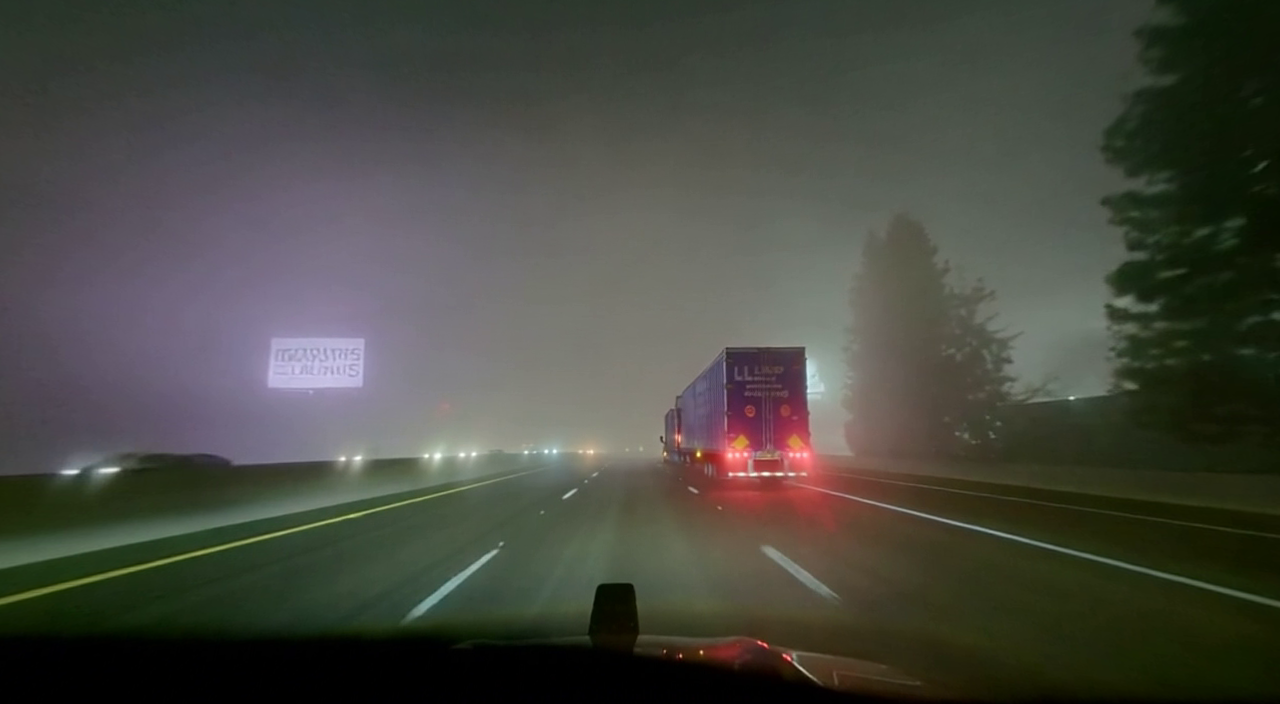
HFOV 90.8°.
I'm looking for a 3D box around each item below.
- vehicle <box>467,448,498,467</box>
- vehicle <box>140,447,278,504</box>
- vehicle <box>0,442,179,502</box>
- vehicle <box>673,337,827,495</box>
[{"bbox_3d":[-11.533,7.724,46.394,1.439,1.299,3.155,0,-9,-1],"label":"vehicle"},{"bbox_3d":[-10.984,3.133,16.367,1.402,1.298,3.116,0,-9,-2],"label":"vehicle"},{"bbox_3d":[-14.453,3.114,16.778,1.760,1.414,3.542,0,-9,-1],"label":"vehicle"},{"bbox_3d":[3.494,3.044,26.104,2.891,4.387,17.121,0,-9,-1],"label":"vehicle"}]
